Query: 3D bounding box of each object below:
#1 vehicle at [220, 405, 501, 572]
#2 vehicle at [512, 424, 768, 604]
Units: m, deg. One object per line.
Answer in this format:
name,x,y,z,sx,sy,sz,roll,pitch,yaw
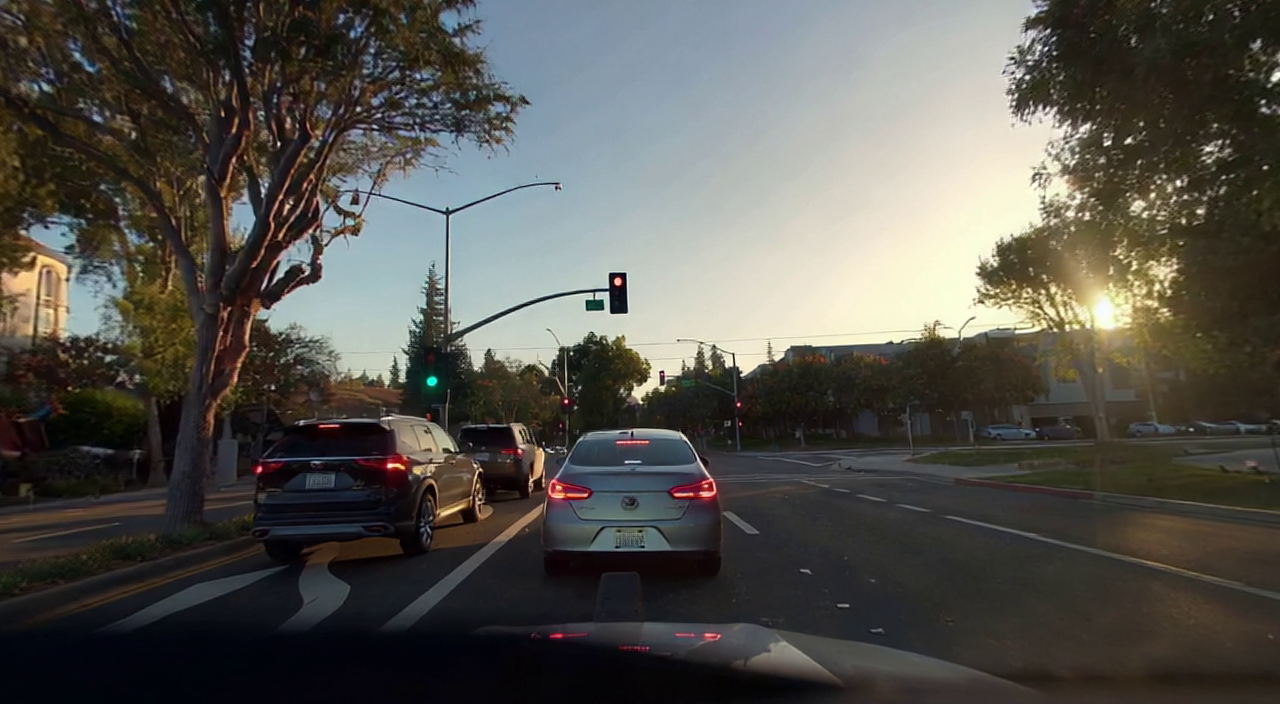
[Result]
vehicle,-3.425,1.754,8.855,2.046,1.751,4.208,0,-8,-1
vehicle,-0.053,1.644,7.311,2.126,1.475,3.967,0,-8,-2
